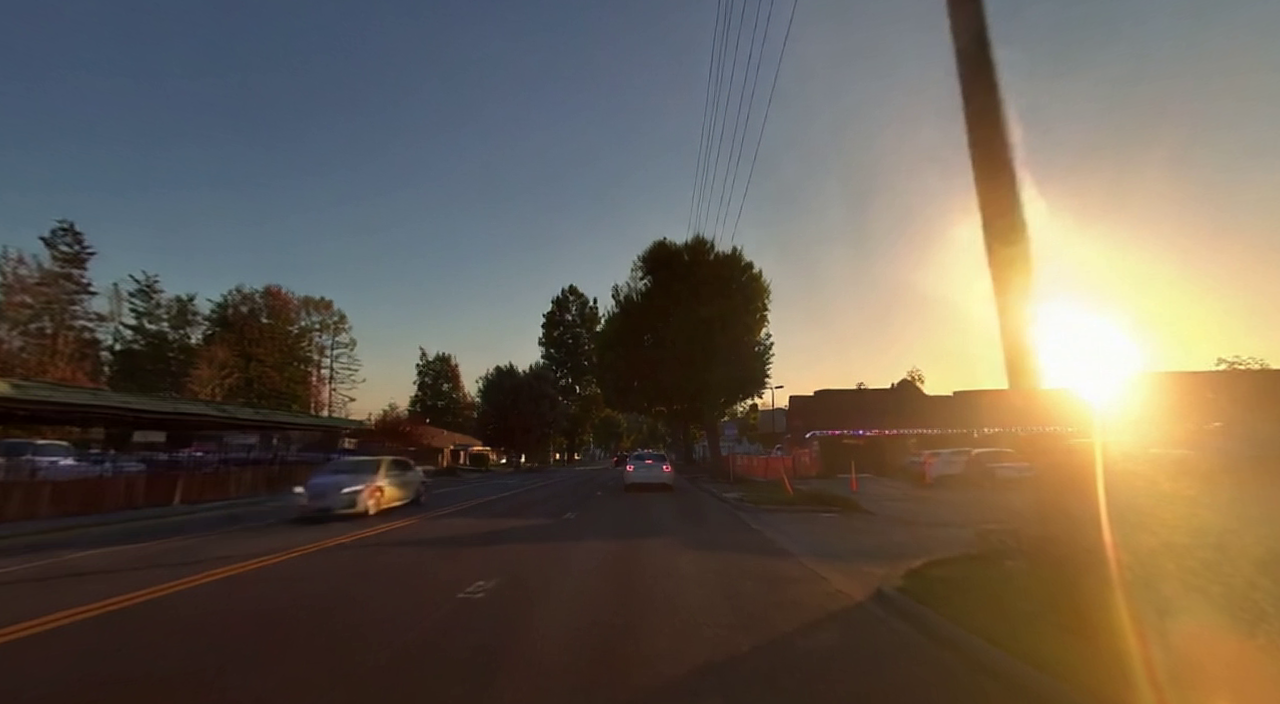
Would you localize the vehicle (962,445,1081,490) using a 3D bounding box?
[{"bbox_3d":[14.112,4.261,23.566,1.897,1.511,4.250,0,-9,2],"label":"vehicle"}]

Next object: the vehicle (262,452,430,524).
[{"bbox_3d":[-7.038,3.257,15.647,2.034,1.499,4.236,0,-9,2],"label":"vehicle"}]

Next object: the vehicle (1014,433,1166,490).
[{"bbox_3d":[16.084,3.944,22.834,2.101,1.825,4.700,0,-9,2],"label":"vehicle"}]

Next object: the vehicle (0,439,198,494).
[{"bbox_3d":[-27.895,5.224,29.167,2.951,2.274,15.187,0,-9,4],"label":"vehicle"}]

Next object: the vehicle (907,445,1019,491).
[{"bbox_3d":[11.816,4.249,23.368,1.970,1.501,4.514,0,-9,3],"label":"vehicle"}]

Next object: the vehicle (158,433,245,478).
[{"bbox_3d":[-30.028,7.095,43.150,2.502,2.916,4.293,0,-9,5],"label":"vehicle"}]

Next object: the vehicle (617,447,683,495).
[{"bbox_3d":[0.322,4.204,22.528,2.144,1.514,4.063,0,-9,0],"label":"vehicle"}]
